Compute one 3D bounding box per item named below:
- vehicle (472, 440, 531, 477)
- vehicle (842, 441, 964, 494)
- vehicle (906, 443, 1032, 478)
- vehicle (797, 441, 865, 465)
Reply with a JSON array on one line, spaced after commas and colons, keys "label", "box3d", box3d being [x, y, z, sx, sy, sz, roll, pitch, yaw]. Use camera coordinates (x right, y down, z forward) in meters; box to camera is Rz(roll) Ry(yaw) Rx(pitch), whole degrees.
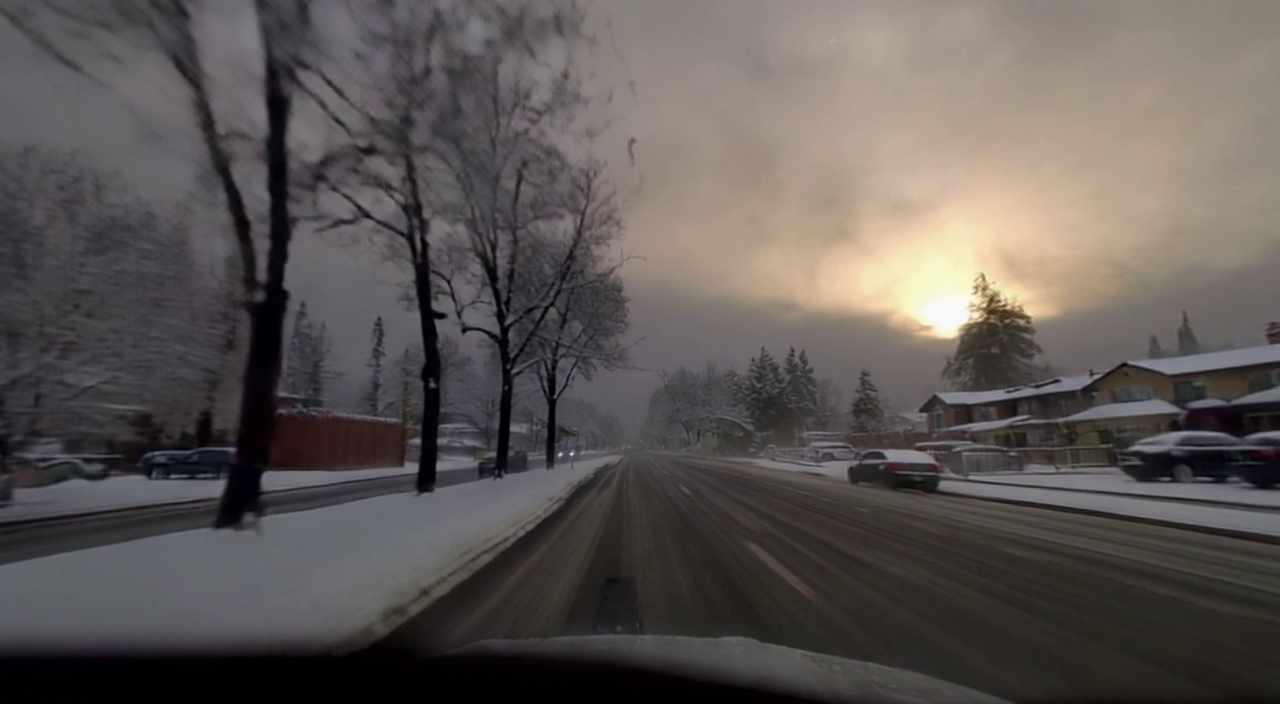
[{"label": "vehicle", "box3d": [-7.420, 5.730, 34.163, 2.019, 1.819, 4.897, 0, -9, 1]}, {"label": "vehicle", "box3d": [8.352, 3.693, 20.511, 1.940, 1.516, 4.319, 0, -9, -3]}, {"label": "vehicle", "box3d": [15.122, 4.994, 29.135, 4.644, 1.542, 2.095, 0, -9, 1]}, {"label": "vehicle", "box3d": [14.144, 7.466, 46.704, 4.386, 1.711, 1.929, 0, -9, -1]}]
